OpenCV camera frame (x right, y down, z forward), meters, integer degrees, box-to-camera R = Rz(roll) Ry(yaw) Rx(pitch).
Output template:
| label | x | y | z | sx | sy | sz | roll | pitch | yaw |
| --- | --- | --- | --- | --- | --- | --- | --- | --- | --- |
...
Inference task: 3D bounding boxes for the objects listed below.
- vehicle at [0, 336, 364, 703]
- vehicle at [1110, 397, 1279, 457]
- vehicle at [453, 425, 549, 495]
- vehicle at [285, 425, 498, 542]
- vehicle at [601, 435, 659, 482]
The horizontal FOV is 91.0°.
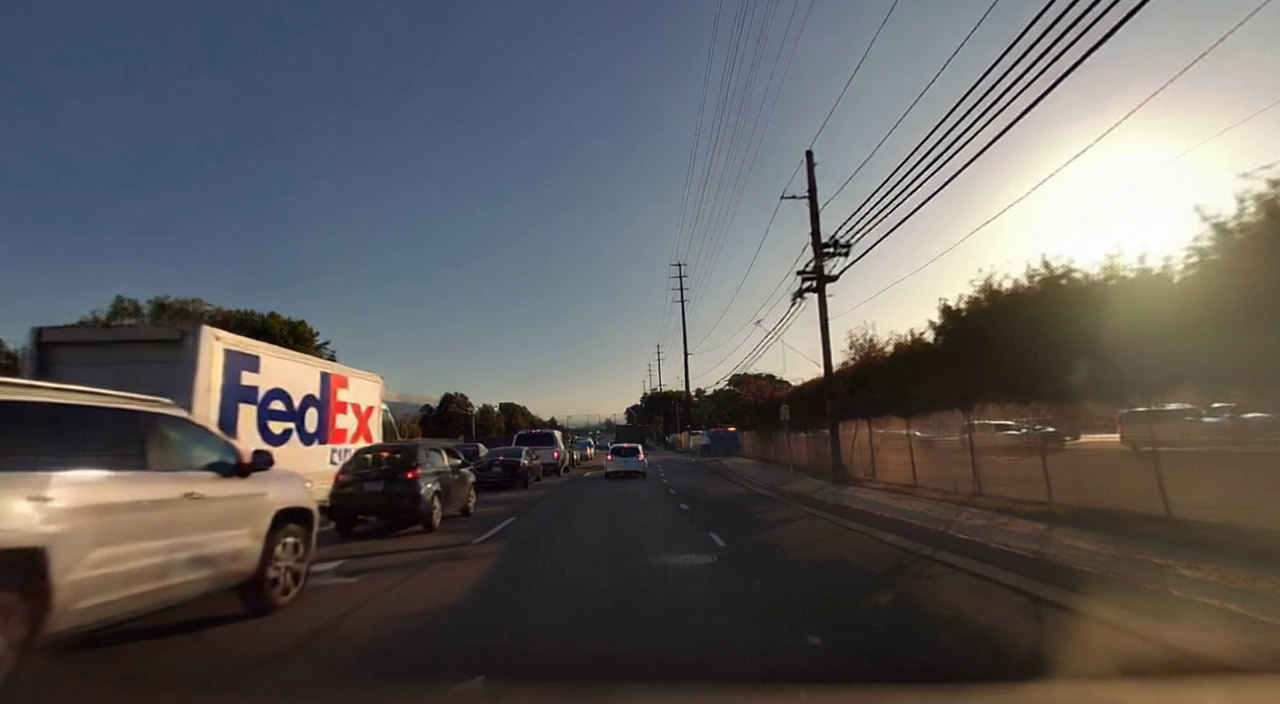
| label | x | y | z | sx | sy | sz | roll | pitch | yaw |
| --- | --- | --- | --- | --- | --- | --- | --- | --- | --- |
| vehicle | -3.827 | 0.981 | 3.557 | 2.263 | 1.803 | 4.868 | 0 | -9 | 0 |
| vehicle | 32.691 | 4.384 | 36.437 | 8.848 | 3.271 | 2.774 | 0 | -9 | -5 |
| vehicle | -4.064 | 3.244 | 19.262 | 1.956 | 1.865 | 4.624 | 0 | -9 | -1 |
| vehicle | -4.029 | 2.196 | 11.169 | 2.014 | 1.637 | 4.382 | 0 | -9 | -1 |
| vehicle | -0.405 | 4.111 | 24.517 | 2.055 | 1.671 | 4.147 | 0 | -9 | -1 |
